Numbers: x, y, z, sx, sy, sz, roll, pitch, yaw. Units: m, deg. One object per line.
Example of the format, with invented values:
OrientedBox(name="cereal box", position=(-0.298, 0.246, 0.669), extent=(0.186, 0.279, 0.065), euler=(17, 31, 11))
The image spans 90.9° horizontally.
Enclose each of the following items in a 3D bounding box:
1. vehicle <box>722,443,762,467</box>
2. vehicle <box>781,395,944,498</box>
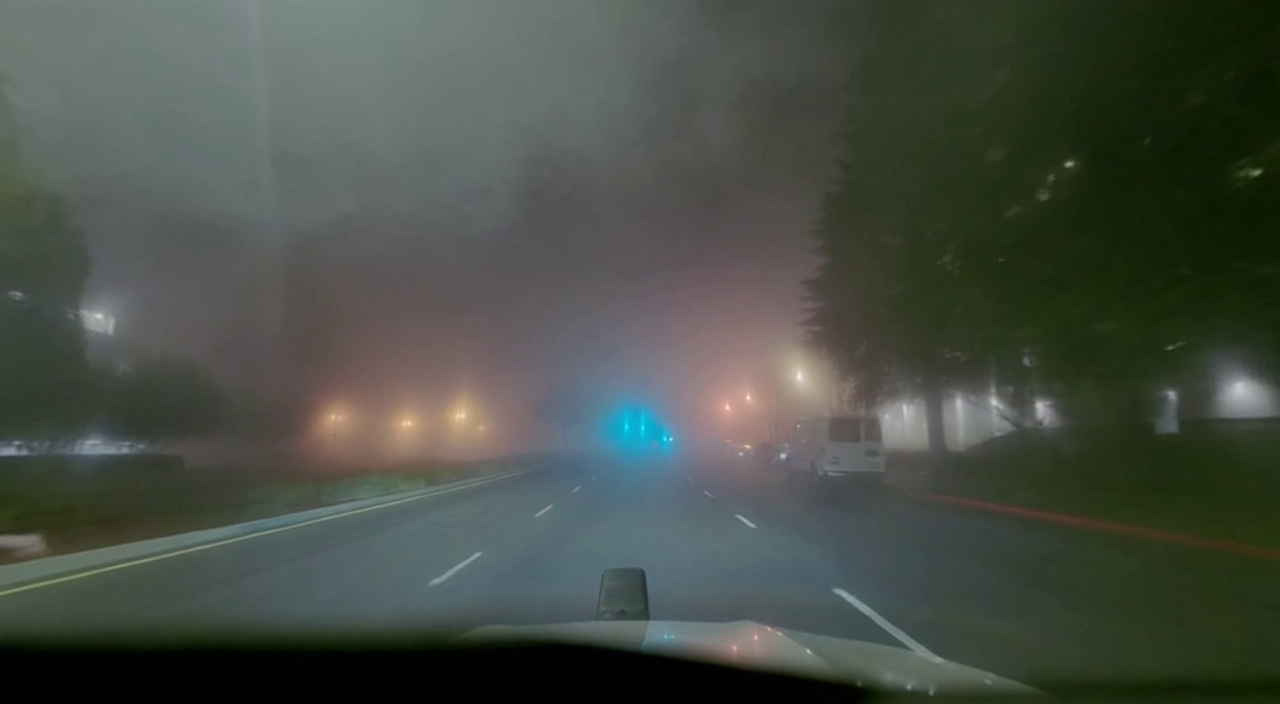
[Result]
OrientedBox(name="vehicle", position=(6.880, 6.970, 42.882), extent=(1.847, 1.472, 4.846), euler=(0, -8, 0))
OrientedBox(name="vehicle", position=(6.335, 2.851, 19.162), extent=(2.762, 2.607, 6.182), euler=(0, -8, 1))
